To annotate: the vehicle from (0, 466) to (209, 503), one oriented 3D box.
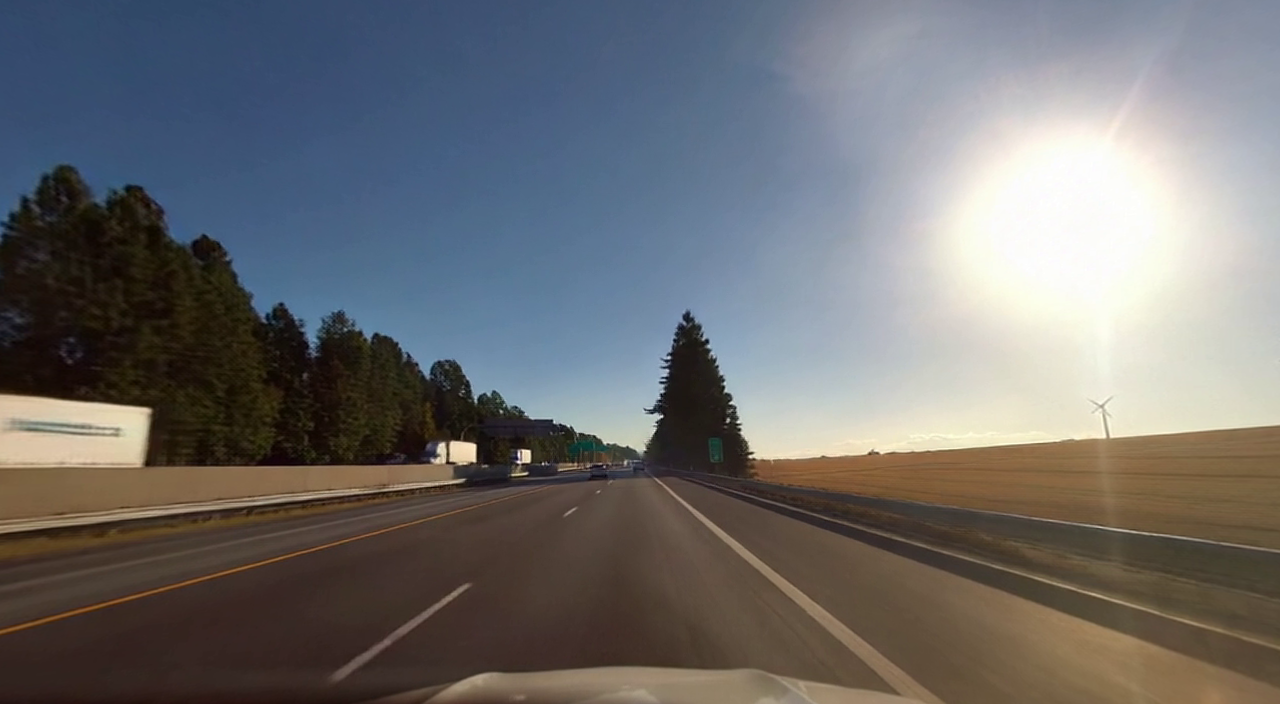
[{"bbox_3d":[-23.394,5.304,25.778,2.915,1.222,12.550,1,-10,0],"label":"vehicle"}]
